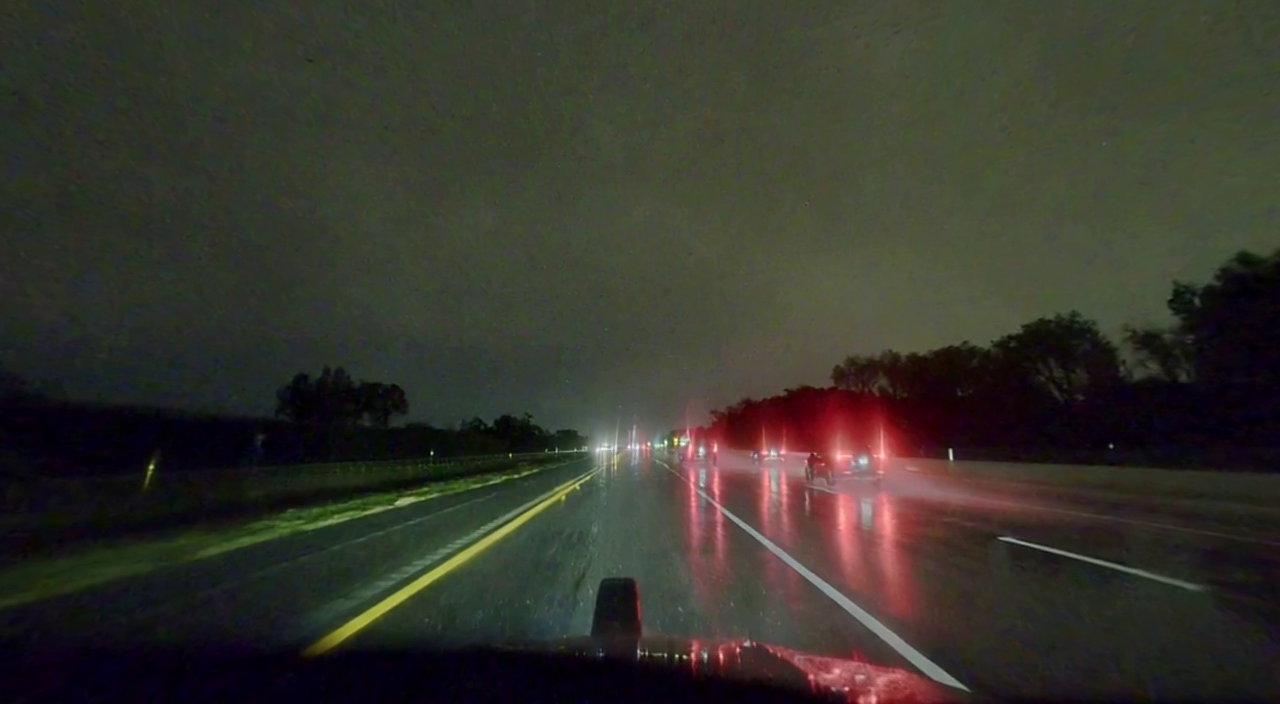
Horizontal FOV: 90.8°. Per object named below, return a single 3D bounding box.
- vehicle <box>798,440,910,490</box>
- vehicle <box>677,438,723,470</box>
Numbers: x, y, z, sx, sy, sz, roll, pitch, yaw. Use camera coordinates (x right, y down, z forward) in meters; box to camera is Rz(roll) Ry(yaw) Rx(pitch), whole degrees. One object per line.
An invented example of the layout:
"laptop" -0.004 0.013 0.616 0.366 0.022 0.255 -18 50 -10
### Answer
"vehicle" 7.208 3.846 21.893 2.046 1.509 4.929 0 -8 -1
"vehicle" 3.532 6.137 38.281 2.141 1.785 4.778 0 -8 -2
